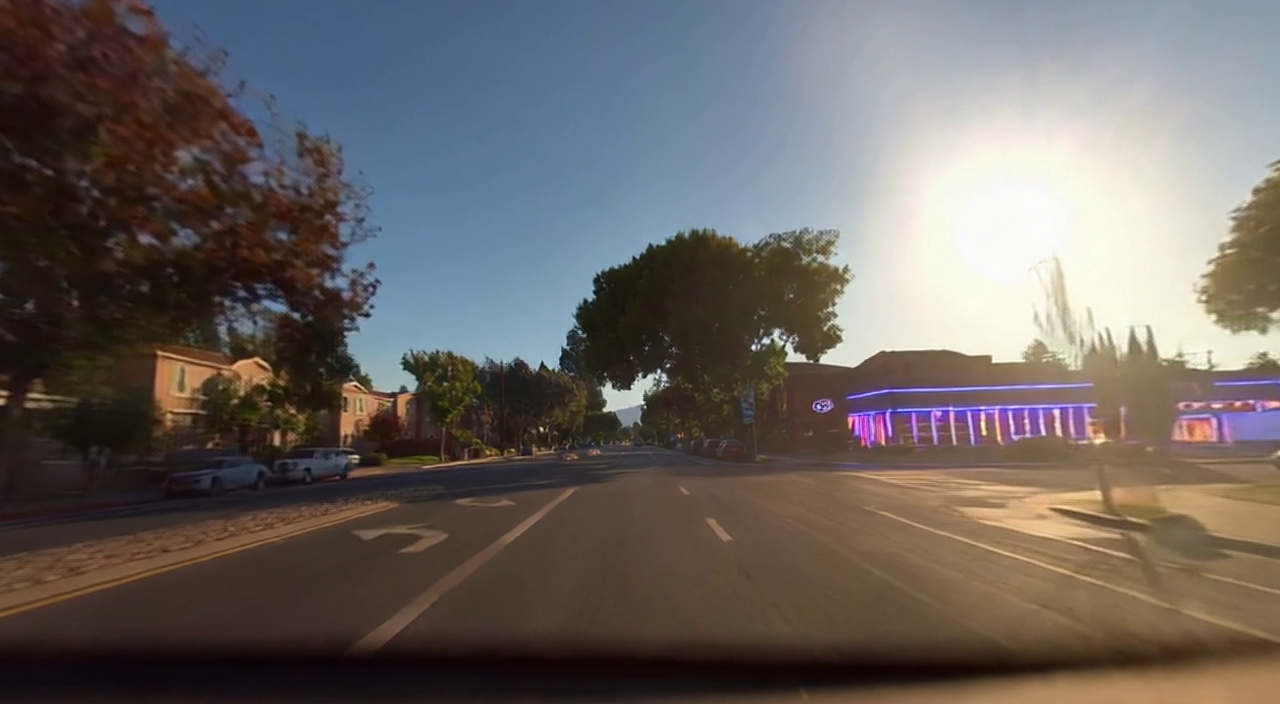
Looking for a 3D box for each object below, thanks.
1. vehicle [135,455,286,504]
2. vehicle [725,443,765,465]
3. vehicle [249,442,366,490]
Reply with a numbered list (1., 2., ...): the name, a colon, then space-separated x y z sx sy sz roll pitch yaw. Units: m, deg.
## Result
1. vehicle: -14.904 4.415 22.323 2.106 1.479 4.541 0 -8 1
2. vehicle: 7.281 7.090 44.121 2.057 1.478 4.356 0 -8 0
3. vehicle: -14.788 5.061 28.638 2.164 1.933 5.804 0 -8 0
